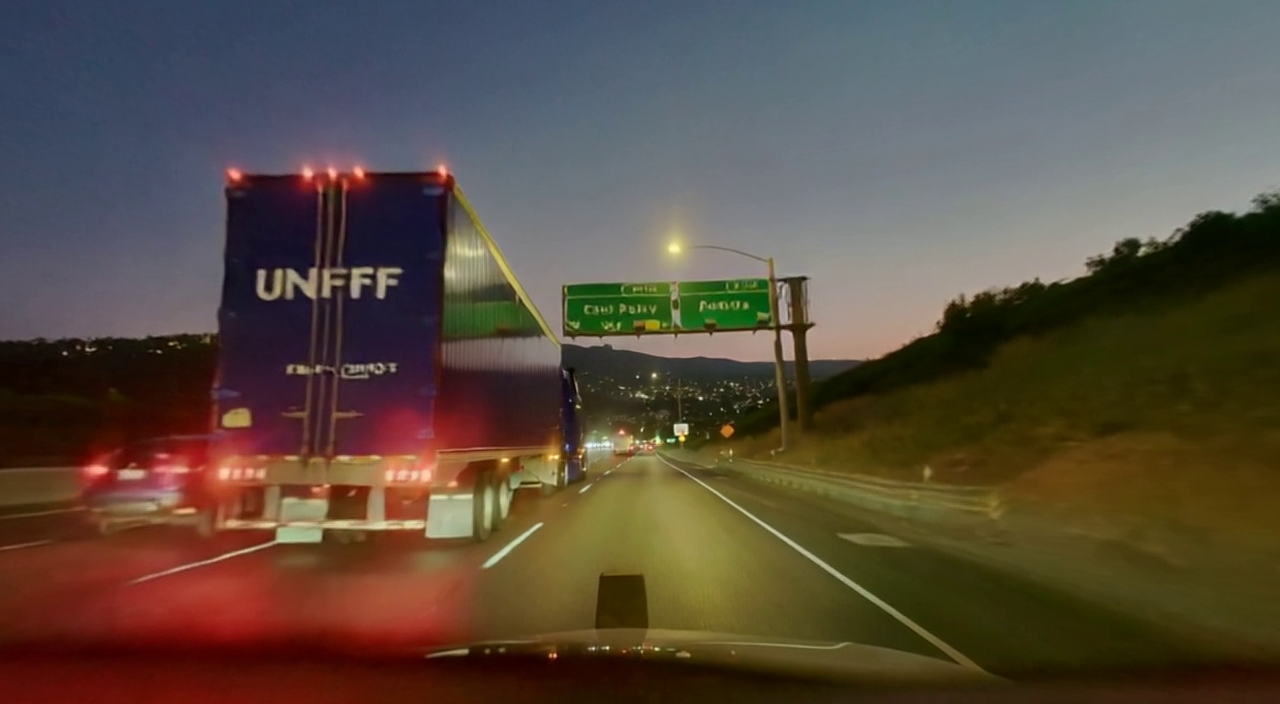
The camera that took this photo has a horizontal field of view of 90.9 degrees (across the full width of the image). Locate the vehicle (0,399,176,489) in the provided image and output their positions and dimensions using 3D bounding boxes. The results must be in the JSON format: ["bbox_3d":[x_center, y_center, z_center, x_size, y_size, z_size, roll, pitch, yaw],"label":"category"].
[{"bbox_3d":[-27.731,4.536,31.421,2.981,3.863,8.250,0,-8,-2],"label":"vehicle"}]

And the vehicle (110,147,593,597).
[{"bbox_3d":[-3.247,1.242,14.110,3.202,4.352,16.251,0,-8,0],"label":"vehicle"}]
